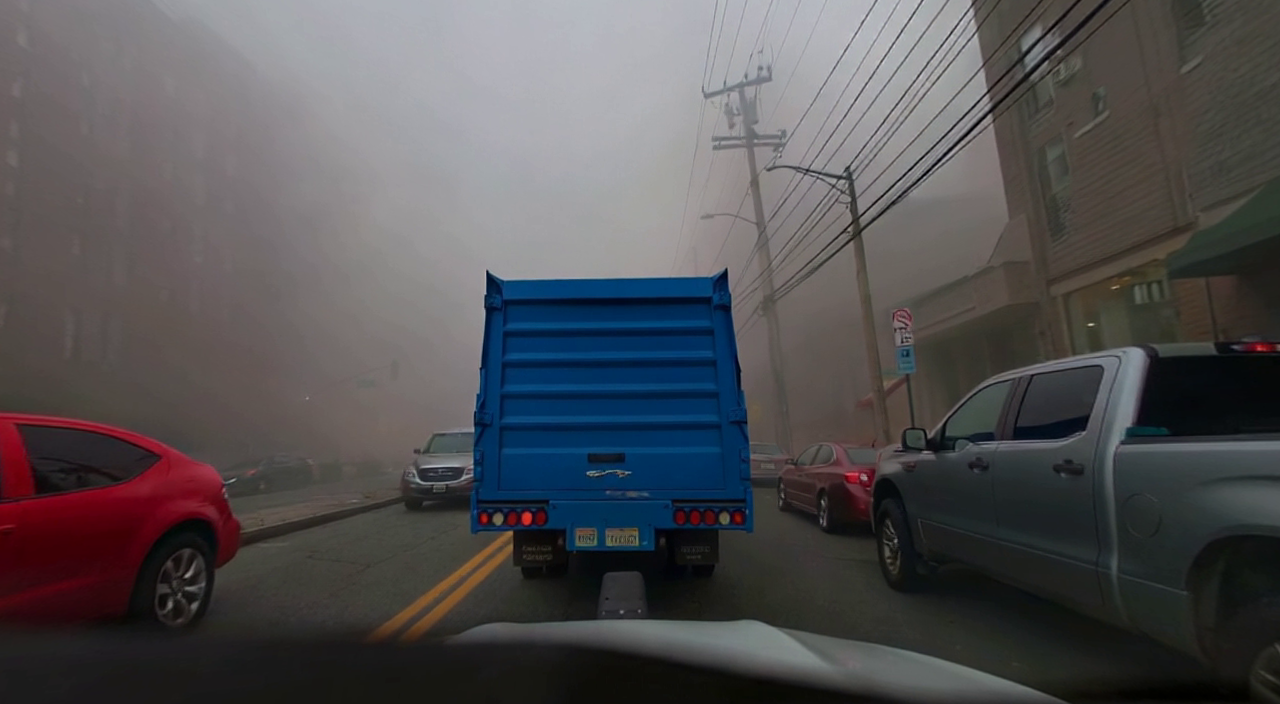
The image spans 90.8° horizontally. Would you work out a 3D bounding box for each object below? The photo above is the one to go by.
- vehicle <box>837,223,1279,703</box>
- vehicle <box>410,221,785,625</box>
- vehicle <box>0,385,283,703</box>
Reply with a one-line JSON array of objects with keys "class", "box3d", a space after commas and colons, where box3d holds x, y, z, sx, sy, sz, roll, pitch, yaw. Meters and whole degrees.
[{"class": "vehicle", "box3d": [3.233, 0.846, 3.882, 2.242, 1.979, 5.722, 0, -8, 1]}, {"class": "vehicle", "box3d": [-0.232, 1.104, 9.147, 2.878, 3.204, 8.244, 0, -8, 1]}, {"class": "vehicle", "box3d": [-4.116, 1.014, 3.165, 1.988, 1.657, 4.492, 0, -8, 0]}]
